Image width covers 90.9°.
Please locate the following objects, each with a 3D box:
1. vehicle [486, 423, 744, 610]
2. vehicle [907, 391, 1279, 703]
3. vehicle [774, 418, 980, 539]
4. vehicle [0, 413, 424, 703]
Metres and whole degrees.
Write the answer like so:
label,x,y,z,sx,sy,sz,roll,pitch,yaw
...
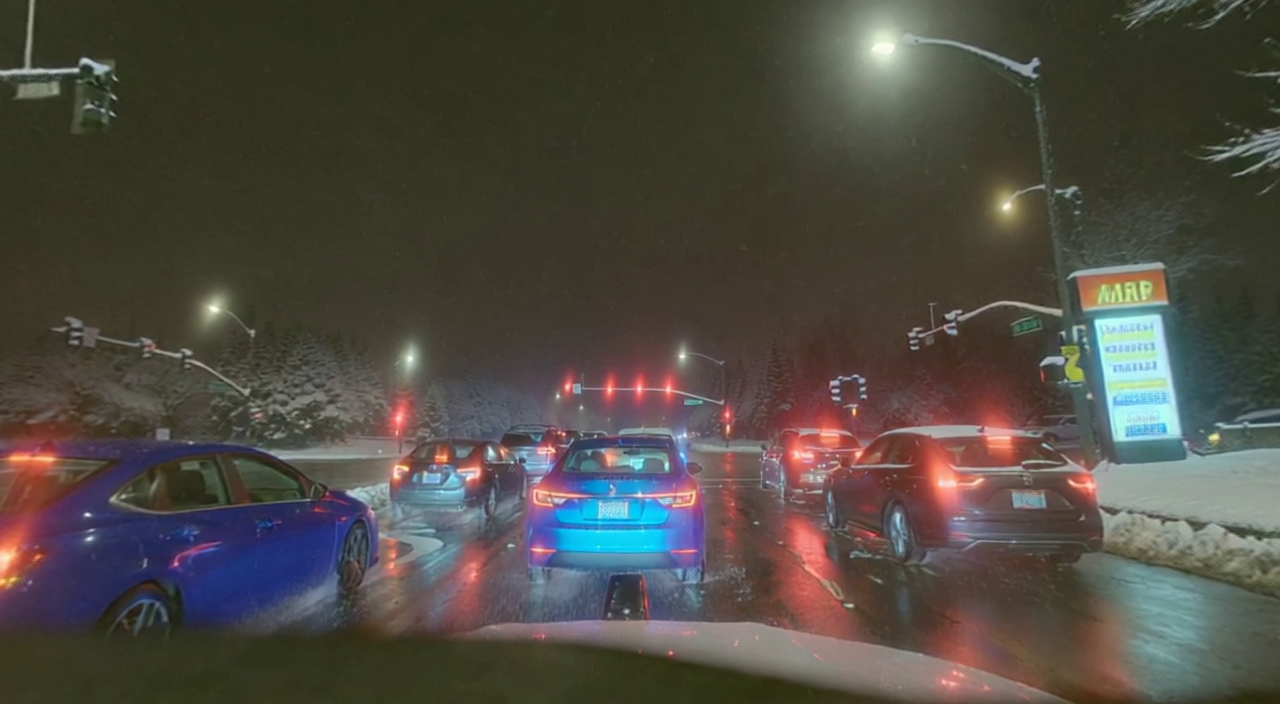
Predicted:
label,x,y,z,sx,sy,sz,roll,pitch,yaw
vehicle,-0.184,1.614,7.108,2.059,1.477,3.988,0,-8,1
vehicle,3.421,1.069,3.515,1.981,1.499,4.536,-1,-8,2
vehicle,3.781,2.095,11.017,2.007,1.683,4.171,0,-8,1
vehicle,-3.400,1.299,4.723,1.980,1.454,4.226,0,-8,1
